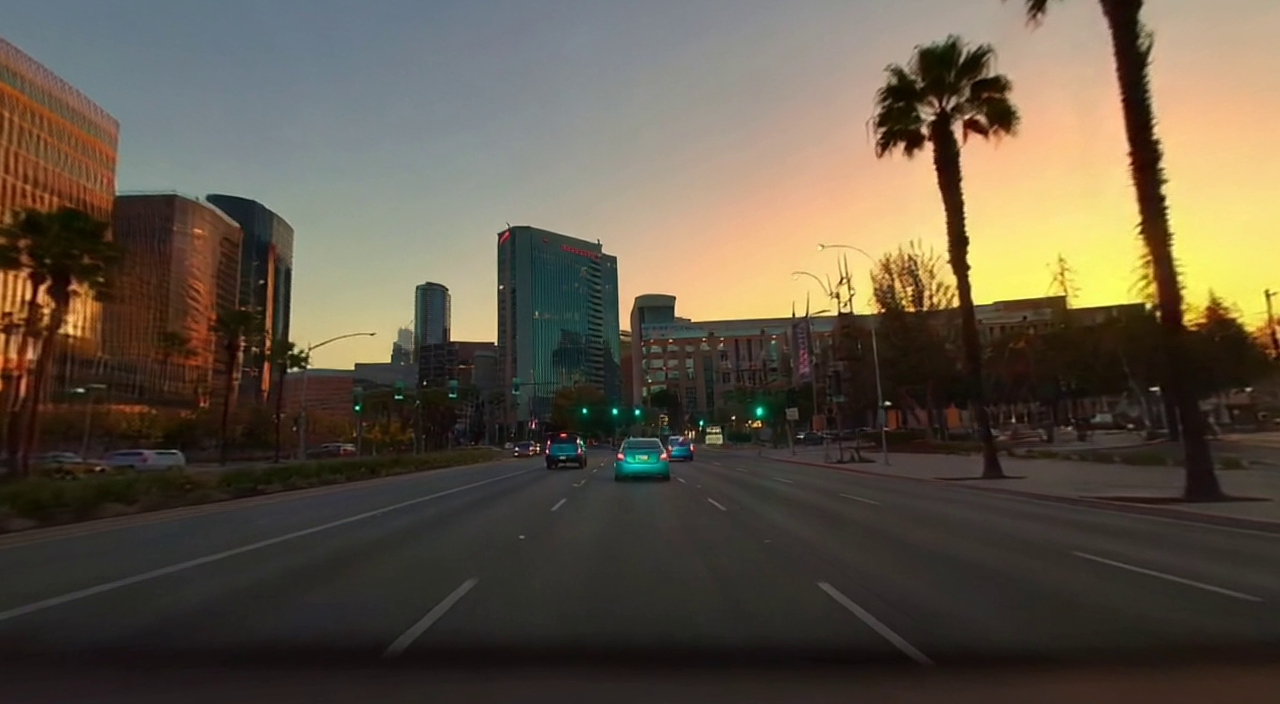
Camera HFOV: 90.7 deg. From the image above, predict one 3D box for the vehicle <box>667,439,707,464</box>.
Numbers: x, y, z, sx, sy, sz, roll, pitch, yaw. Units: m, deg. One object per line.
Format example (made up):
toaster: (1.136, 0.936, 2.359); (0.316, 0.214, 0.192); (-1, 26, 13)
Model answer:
vehicle: (2.895, 6.312, 40.182); (2.085, 1.482, 4.491); (0, -9, -2)

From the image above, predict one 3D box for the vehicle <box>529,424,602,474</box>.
vehicle: (-3.316, 4.521, 29.514); (2.672, 2.064, 5.681); (0, -9, 0)

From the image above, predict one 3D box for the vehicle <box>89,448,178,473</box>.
vehicle: (-34.510, 7.392, 43.210); (4.278, 1.652, 2.100); (-1, -9, 3)

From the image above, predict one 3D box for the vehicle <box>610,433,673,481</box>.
vehicle: (0.012, 3.939, 23.875); (2.160, 1.615, 4.117); (0, -9, -1)
